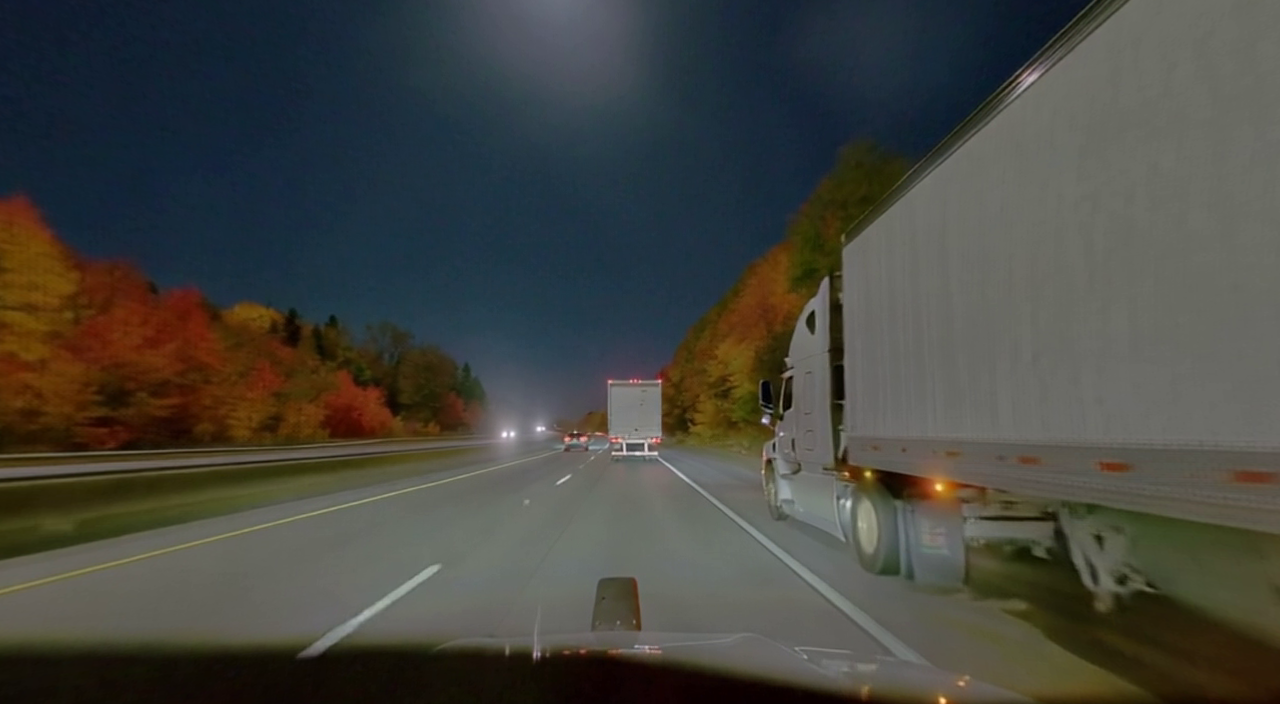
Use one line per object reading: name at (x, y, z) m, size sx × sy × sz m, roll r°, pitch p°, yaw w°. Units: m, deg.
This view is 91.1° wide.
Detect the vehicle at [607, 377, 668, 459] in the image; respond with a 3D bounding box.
vehicle at (-0.294, 4.020, 36.777) m, size 3.013 × 4.016 × 11.496 m, roll 0°, pitch -8°, yaw -2°

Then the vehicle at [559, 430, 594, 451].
vehicle at (-4.802, 6.785, 48.173) m, size 2.217 × 1.495 × 4.245 m, roll 0°, pitch -8°, yaw 0°
